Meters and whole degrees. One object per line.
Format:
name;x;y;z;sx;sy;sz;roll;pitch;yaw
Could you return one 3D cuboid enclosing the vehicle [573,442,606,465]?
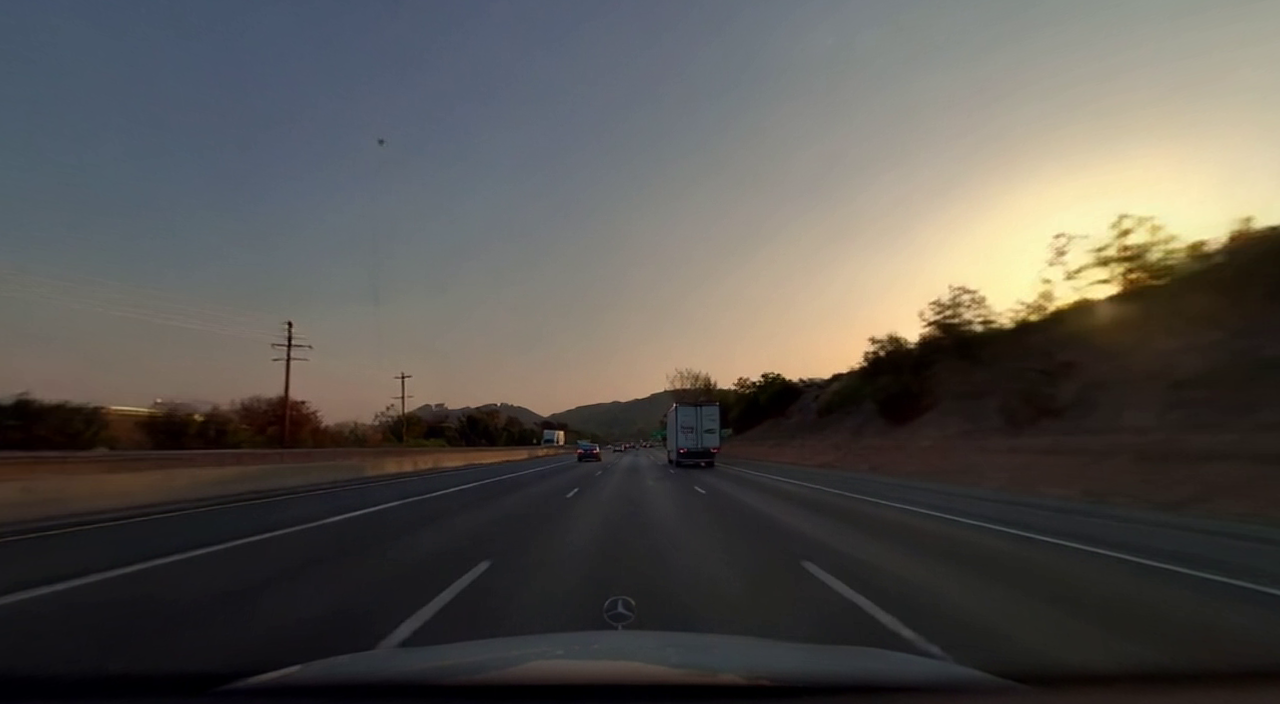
vehicle;-3.586;7.303;45.229;2.100;1.525;4.179;0;-9;0
